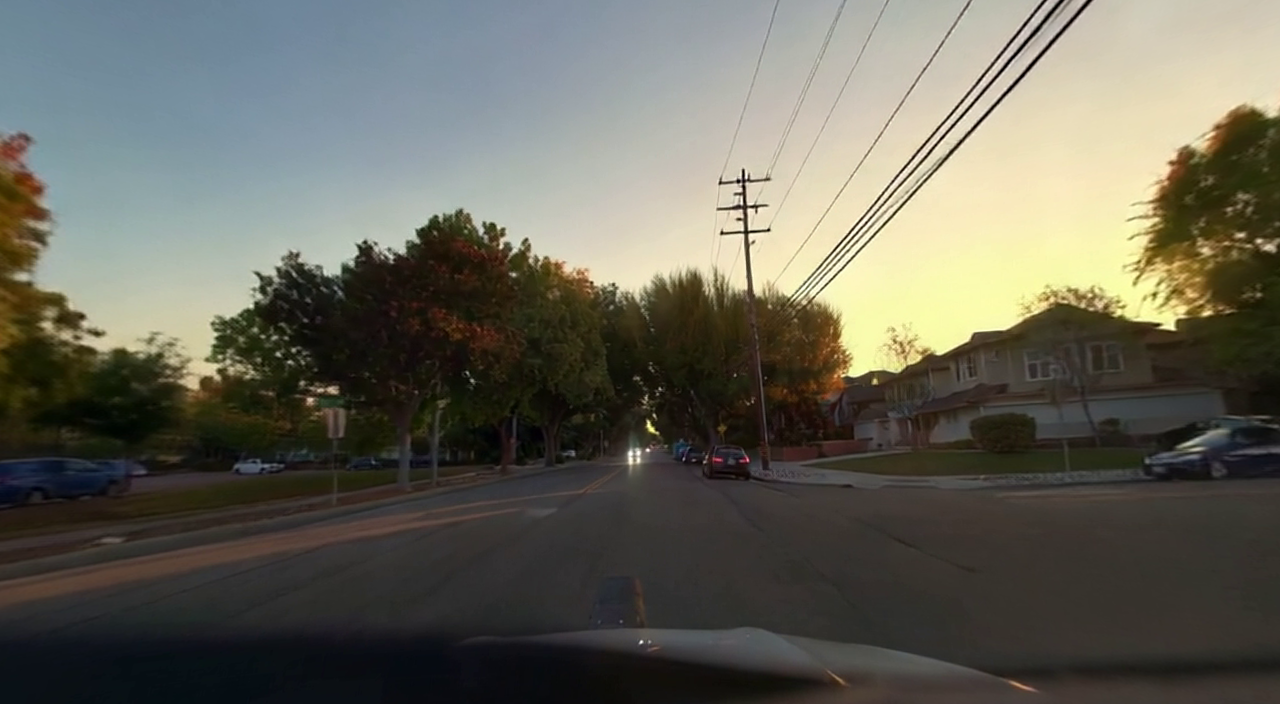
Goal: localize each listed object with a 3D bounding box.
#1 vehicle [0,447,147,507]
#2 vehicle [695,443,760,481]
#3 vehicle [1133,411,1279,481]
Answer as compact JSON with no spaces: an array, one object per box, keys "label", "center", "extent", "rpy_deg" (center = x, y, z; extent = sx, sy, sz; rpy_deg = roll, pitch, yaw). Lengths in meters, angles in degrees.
[{"label":"vehicle","center":[-18.719,3.881,19.947],"extent":[4.620,1.739,2.040],"rpy_deg":[5,-10,-30]},{"label":"vehicle","center":[3.522,4.537,26.372],"extent":[1.990,1.435,4.526],"rpy_deg":[0,-8,-1]},{"label":"vehicle","center":[15.777,2.443,16.539],"extent":[4.058,1.697,1.943],"rpy_deg":[0,-8,-1]}]
